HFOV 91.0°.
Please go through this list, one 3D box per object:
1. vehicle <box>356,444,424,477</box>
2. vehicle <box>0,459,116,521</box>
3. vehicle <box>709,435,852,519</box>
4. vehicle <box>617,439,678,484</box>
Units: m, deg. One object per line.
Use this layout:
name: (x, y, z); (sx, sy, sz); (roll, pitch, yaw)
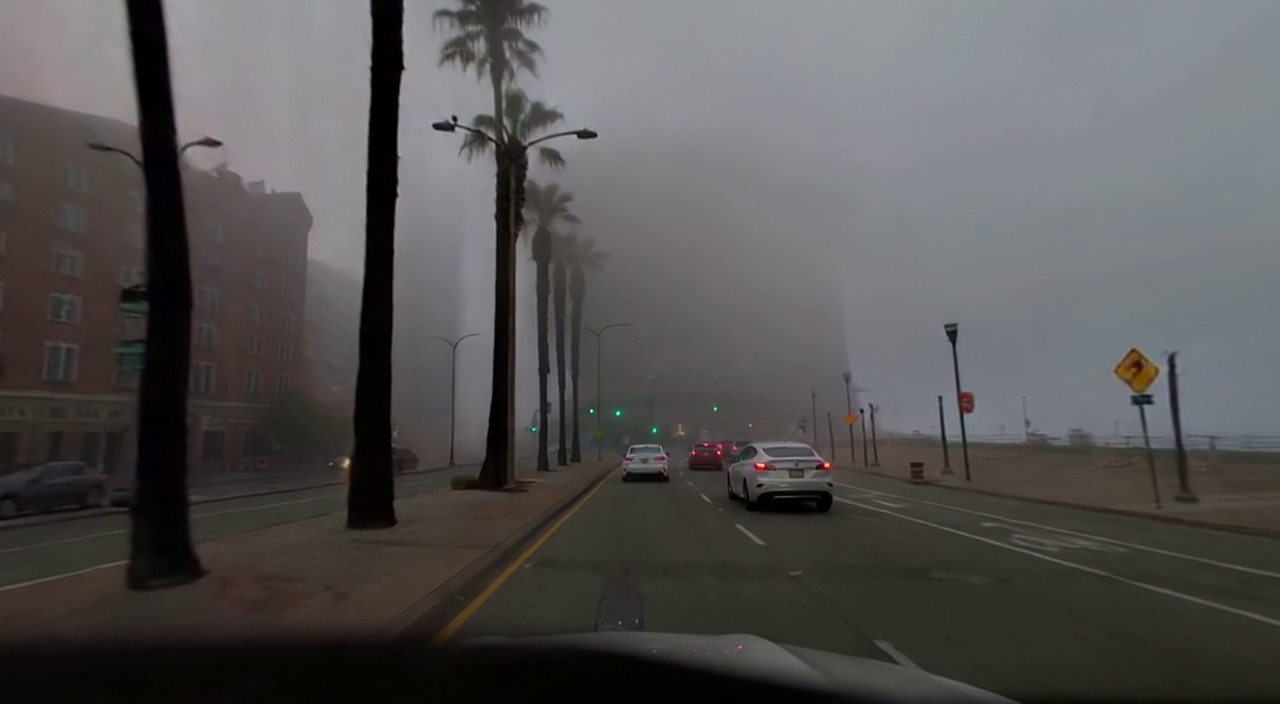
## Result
vehicle: (-15.461, 6.698, 39.266); (2.048, 1.830, 5.136); (-1, -8, 1)
vehicle: (-18.198, 4.018, 18.618); (1.887, 1.569, 4.014); (0, -8, 0)
vehicle: (2.843, 2.651, 14.037); (2.051, 1.509, 4.933); (0, -8, 0)
vehicle: (0.335, 3.977, 23.169); (2.077, 1.518, 3.760); (-1, -8, 2)
